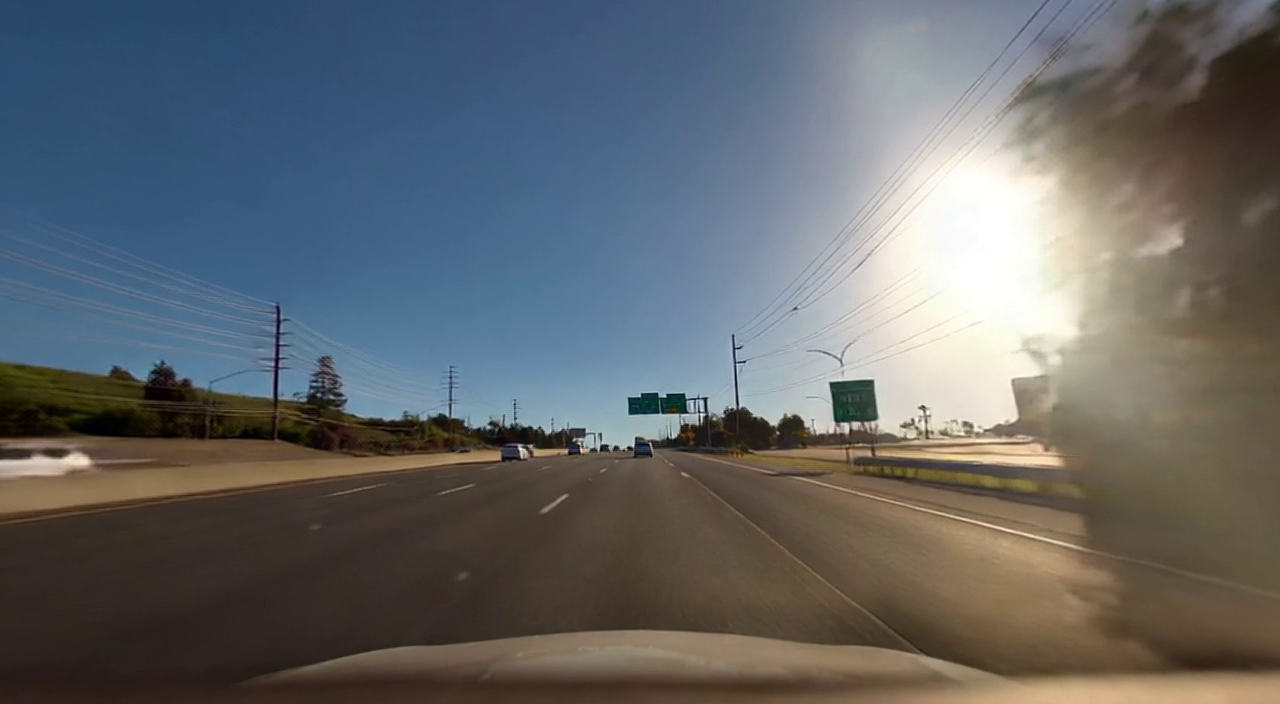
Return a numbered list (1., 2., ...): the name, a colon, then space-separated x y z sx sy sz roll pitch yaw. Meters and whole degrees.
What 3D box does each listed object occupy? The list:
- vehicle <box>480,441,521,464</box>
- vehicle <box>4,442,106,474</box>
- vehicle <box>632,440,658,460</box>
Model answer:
1. vehicle: -10.075 7.282 45.906 1.947 1.528 4.355 0 -8 1
2. vehicle: -28.022 5.087 30.346 1.542 1.400 3.449 -2 -9 0
3. vehicle: 0.367 7.717 49.907 2.036 1.474 3.969 0 -8 0
